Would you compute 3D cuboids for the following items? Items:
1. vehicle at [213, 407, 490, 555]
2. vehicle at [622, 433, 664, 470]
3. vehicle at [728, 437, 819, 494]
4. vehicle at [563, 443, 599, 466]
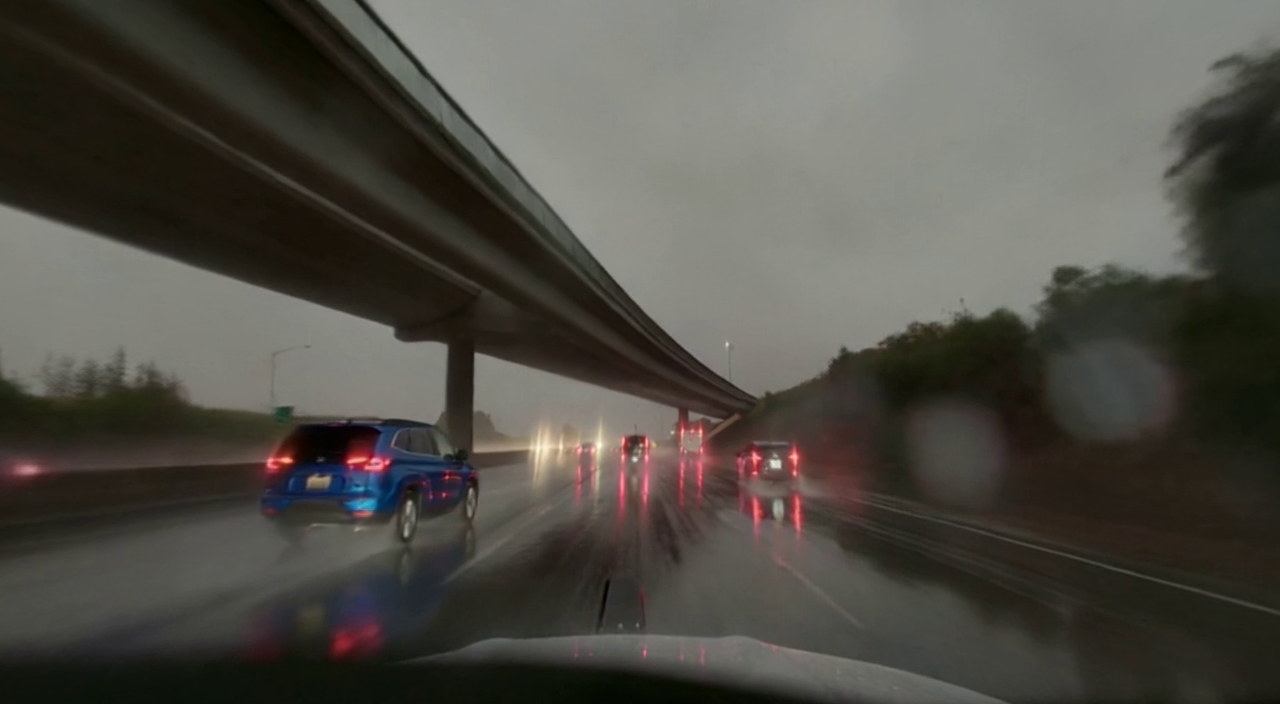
[{"bbox_3d":[-4.005,1.879,9.857,2.089,1.751,4.515,0,-9,1],"label":"vehicle"},{"bbox_3d":[0.166,5.553,35.174,2.155,1.909,4.529,0,-8,0],"label":"vehicle"},{"bbox_3d":[3.948,3.413,19.244,1.959,1.554,3.795,0,-9,0],"label":"vehicle"},{"bbox_3d":[-4.063,7.100,43.845,1.994,1.475,4.171,0,-9,1],"label":"vehicle"}]
